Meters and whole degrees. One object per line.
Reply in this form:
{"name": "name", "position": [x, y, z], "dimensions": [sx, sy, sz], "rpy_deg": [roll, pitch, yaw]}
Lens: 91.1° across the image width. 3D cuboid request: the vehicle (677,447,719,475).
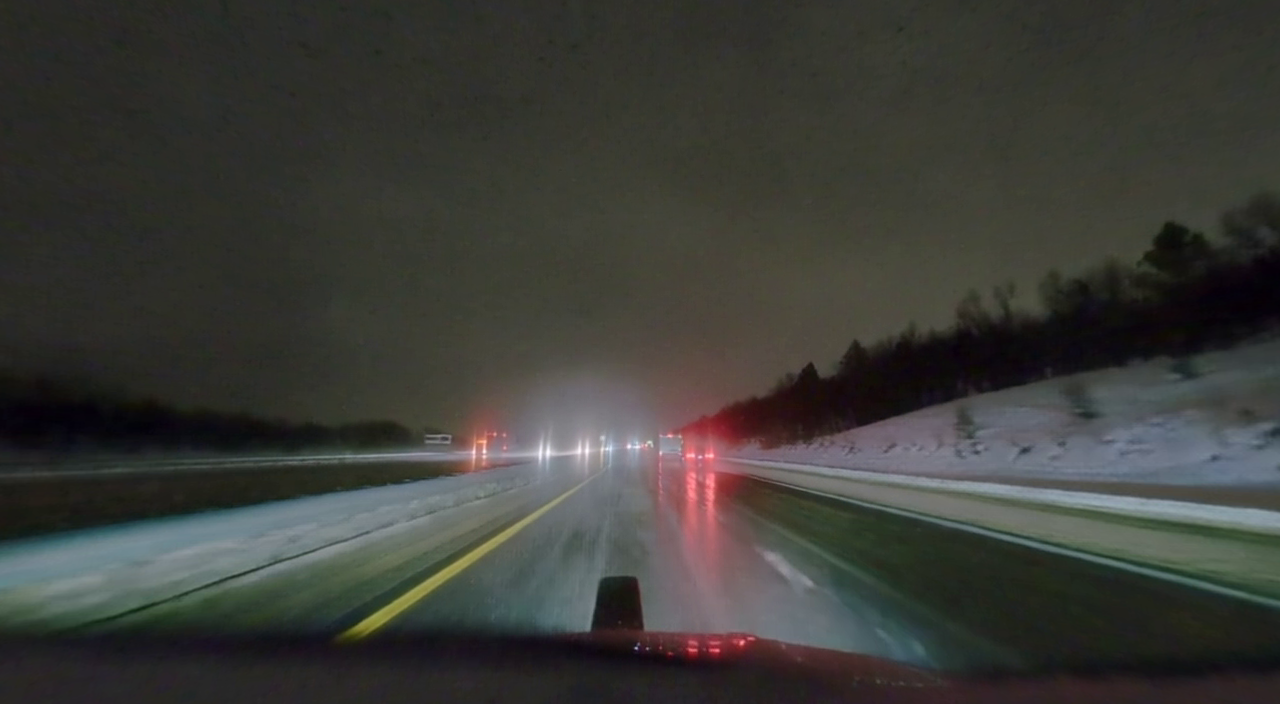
{"name": "vehicle", "position": [3.128, 5.985, 34.738], "dimensions": [1.836, 1.459, 3.766], "rpy_deg": [0, -9, -2]}
